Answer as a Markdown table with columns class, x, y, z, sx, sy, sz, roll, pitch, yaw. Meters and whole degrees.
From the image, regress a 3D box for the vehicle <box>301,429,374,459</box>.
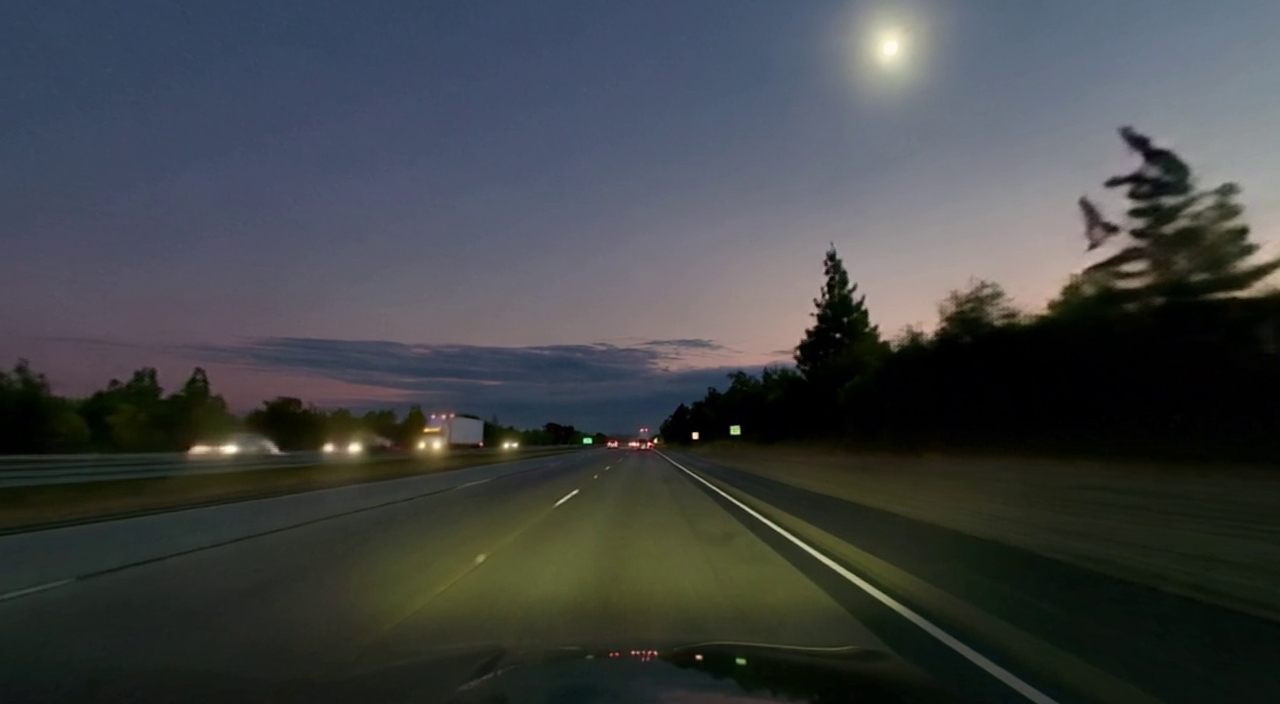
| class | x | y | z | sx | sy | sz | roll | pitch | yaw |
| --- | --- | --- | --- | --- | --- | --- | --- | --- | --- |
| vehicle | -16.430 | 5.010 | 34.417 | 1.882 | 1.524 | 4.193 | 0 | -8 | 1 |

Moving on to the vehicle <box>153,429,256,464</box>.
| class | x | y | z | sx | sy | sz | roll | pitch | yaw |
| --- | --- | --- | --- | --- | --- | --- | --- | --- | --- |
| vehicle | -20.128 | 4.380 | 29.285 | 1.830 | 1.506 | 4.089 | 0 | -8 | 0 |
